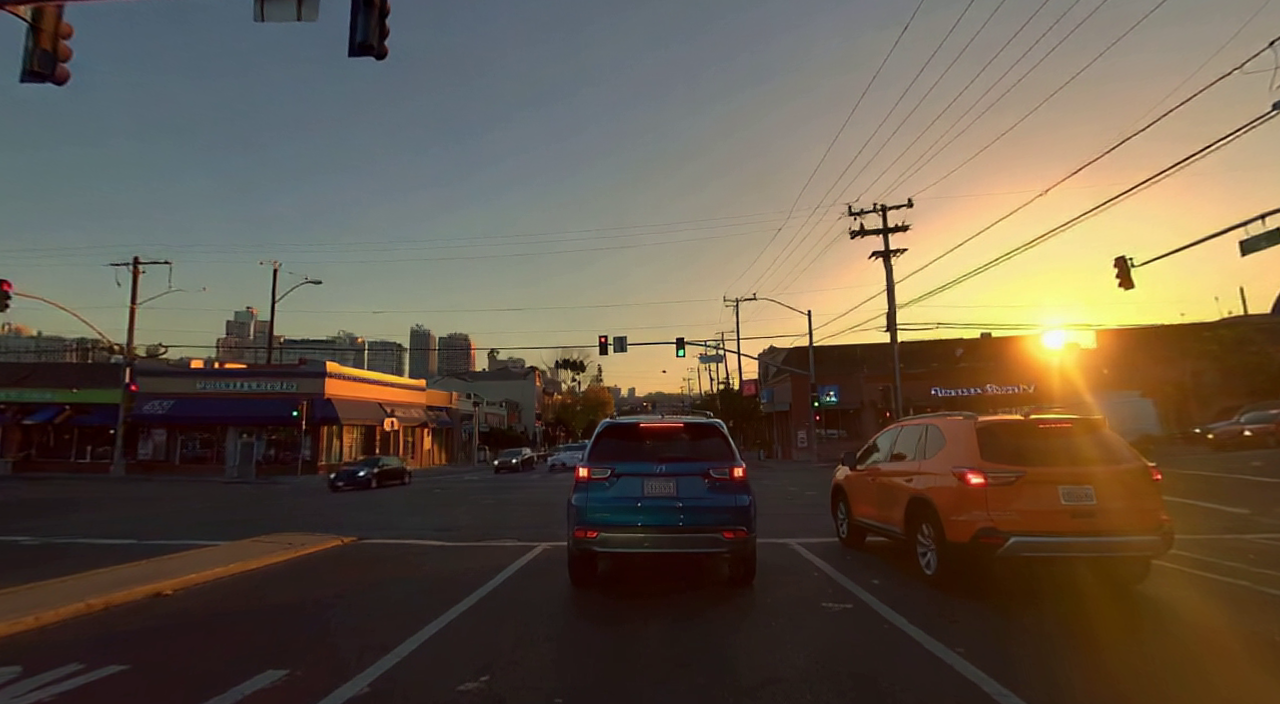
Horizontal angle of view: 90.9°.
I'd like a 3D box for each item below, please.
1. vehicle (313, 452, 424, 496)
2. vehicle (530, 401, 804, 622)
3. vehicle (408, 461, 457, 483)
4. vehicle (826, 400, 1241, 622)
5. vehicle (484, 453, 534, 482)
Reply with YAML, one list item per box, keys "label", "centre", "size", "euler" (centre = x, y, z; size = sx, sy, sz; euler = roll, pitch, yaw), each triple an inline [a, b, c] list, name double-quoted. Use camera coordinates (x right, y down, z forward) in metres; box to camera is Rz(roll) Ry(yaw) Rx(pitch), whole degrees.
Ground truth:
- label: "vehicle"
  centre: [-10.290, 4.624, 24.357]
  size: [1.911, 1.461, 4.691]
  euler: [-1, -8, 4]
- label: "vehicle"
  centre: [0.258, 1.508, 6.821]
  size: [2.098, 1.682, 3.778]
  euler: [0, -8, 2]
- label: "vehicle"
  centre: [-15.491, 8.960, 47.265]
  size: [1.875, 1.475, 4.449]
  euler: [-1, -8, 5]
- label: "vehicle"
  centre: [3.612, 1.518, 6.968]
  size: [1.976, 1.664, 4.189]
  euler: [-1, -8, 2]
- label: "vehicle"
  centre: [-8.958, 7.921, 43.480]
  size: [2.029, 1.776, 4.711]
  euler: [-1, -8, 6]
